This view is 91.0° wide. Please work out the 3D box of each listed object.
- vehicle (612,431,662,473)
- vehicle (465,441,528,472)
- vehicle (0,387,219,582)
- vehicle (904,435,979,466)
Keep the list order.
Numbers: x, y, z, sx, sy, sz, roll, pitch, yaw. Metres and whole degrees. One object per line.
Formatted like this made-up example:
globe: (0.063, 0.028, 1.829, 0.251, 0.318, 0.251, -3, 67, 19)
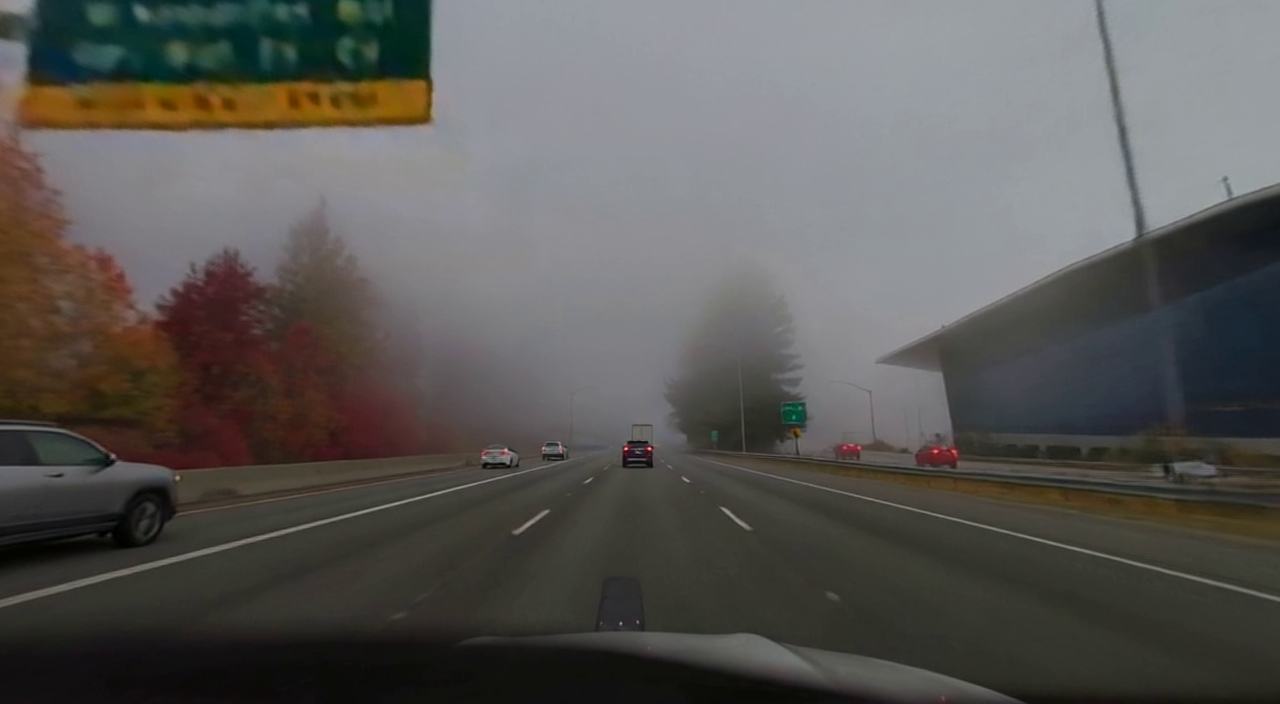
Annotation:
vehicle: (-0.130, 4.843, 30.751, 2.245, 1.863, 4.801, 0, -9, 0)
vehicle: (-7.247, 5.315, 32.242, 2.074, 1.495, 4.643, 0, -9, 1)
vehicle: (-7.145, 1.338, 6.489, 2.146, 1.834, 4.999, 0, -9, 0)
vehicle: (17.113, 5.631, 36.053, 2.019, 1.657, 4.582, 0, -9, 0)
